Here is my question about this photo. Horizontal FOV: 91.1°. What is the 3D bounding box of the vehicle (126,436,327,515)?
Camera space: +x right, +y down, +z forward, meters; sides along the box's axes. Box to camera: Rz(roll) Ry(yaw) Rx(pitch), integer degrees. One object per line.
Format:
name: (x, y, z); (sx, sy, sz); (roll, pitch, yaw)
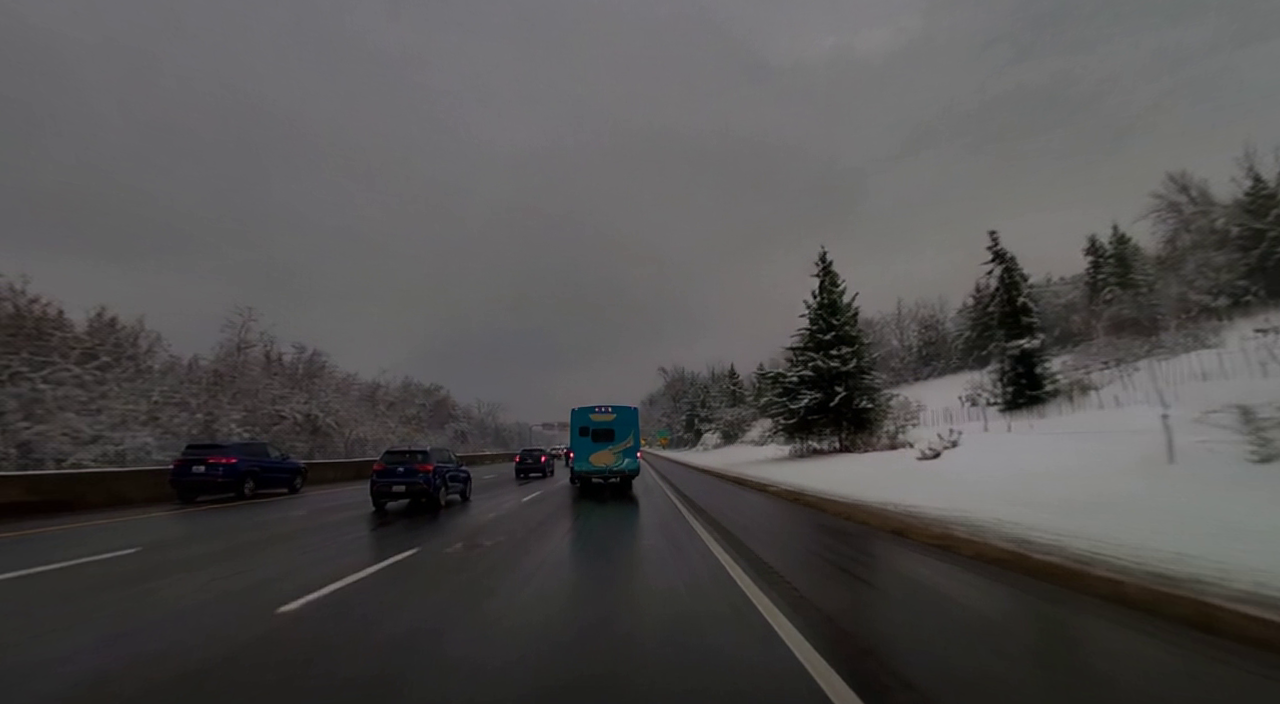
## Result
vehicle: (-9.726, 2.912, 15.327); (2.010, 1.621, 4.252); (0, -9, -1)

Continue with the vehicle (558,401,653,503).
vehicle: (-0.903, 2.952, 18.677); (2.394, 2.556, 5.232); (0, -9, -1)

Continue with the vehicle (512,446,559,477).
vehicle: (-5.316, 5.628, 32.391); (1.872, 1.480, 3.545); (0, -9, -1)

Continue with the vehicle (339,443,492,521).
vehicle: (-4.716, 2.767, 13.917); (1.876, 1.438, 4.072); (0, -9, 0)
